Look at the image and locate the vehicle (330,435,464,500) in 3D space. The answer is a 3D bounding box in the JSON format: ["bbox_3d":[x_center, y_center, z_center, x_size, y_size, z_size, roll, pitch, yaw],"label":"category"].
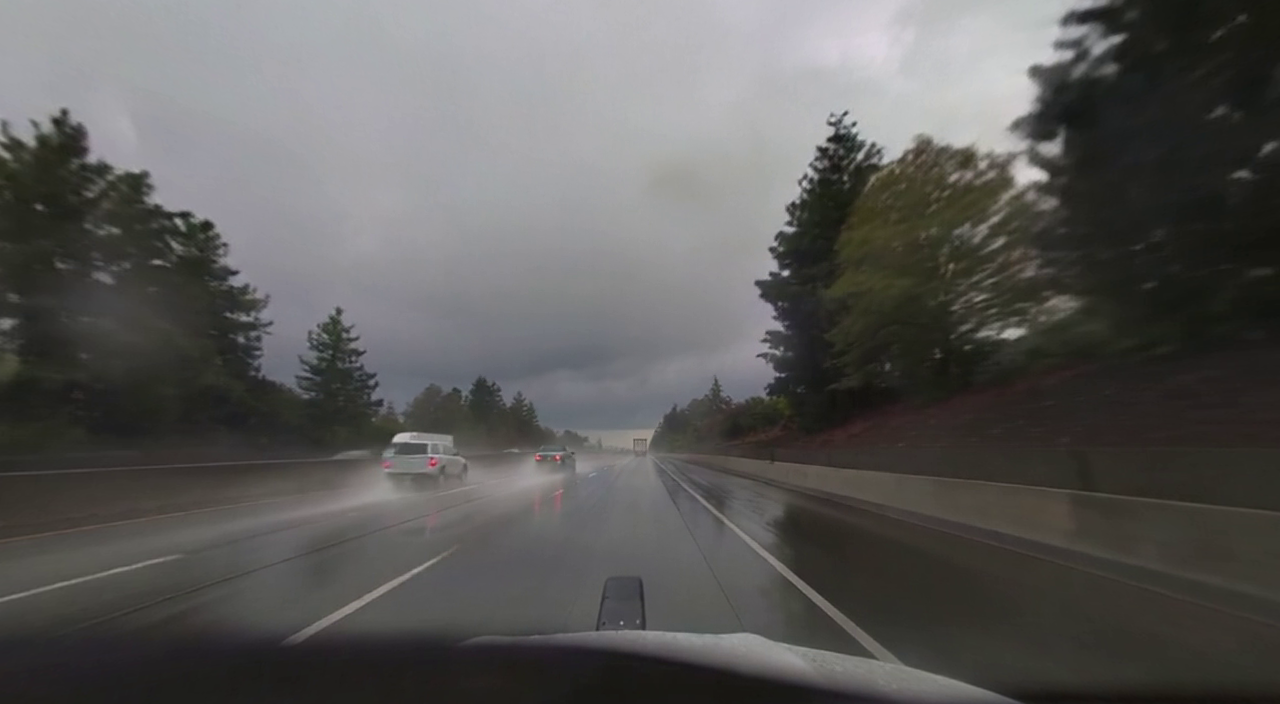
[{"bbox_3d":[-7.258,3.502,19.566,2.173,1.722,4.869,0,-9,0],"label":"vehicle"}]

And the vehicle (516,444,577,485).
[{"bbox_3d":[-3.753,4.565,25.861,1.893,1.521,3.742,0,-9,0],"label":"vehicle"}]
